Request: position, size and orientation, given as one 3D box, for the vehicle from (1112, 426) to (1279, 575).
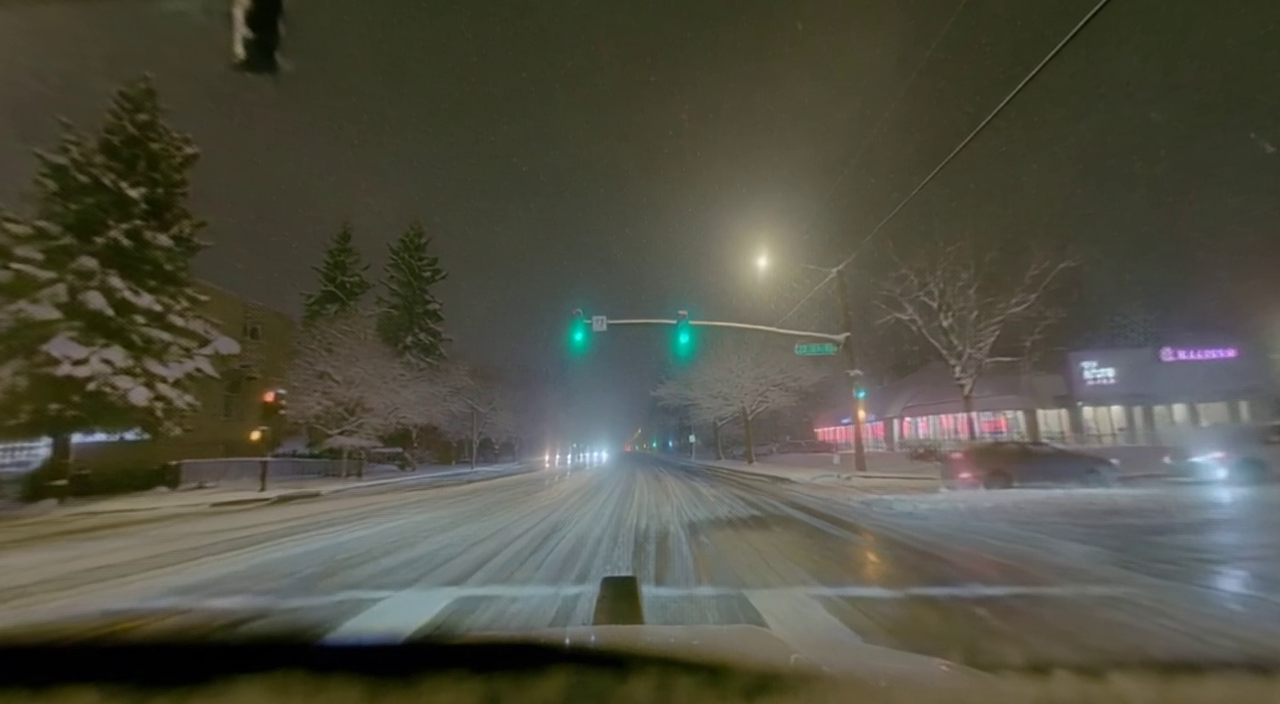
[{"bbox_3d":[7.982,1.736,8.010,4.610,1.470,2.064,7,-11,-40],"label":"vehicle"}]
